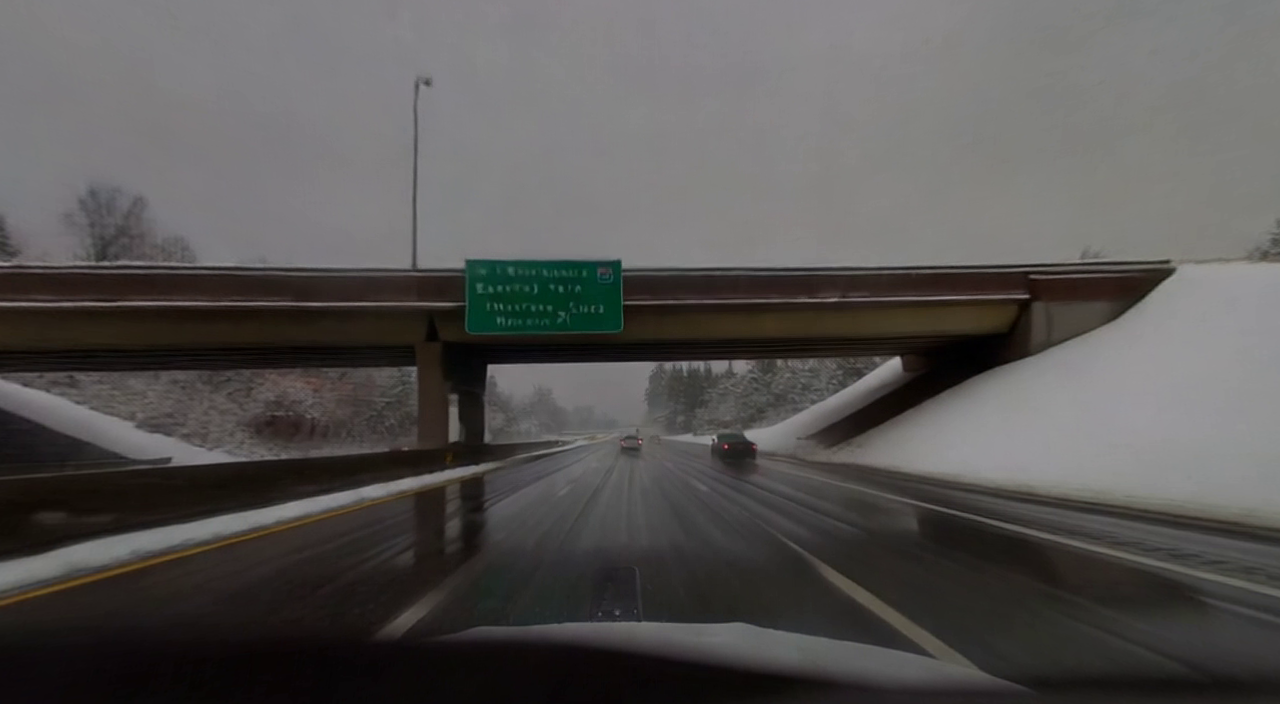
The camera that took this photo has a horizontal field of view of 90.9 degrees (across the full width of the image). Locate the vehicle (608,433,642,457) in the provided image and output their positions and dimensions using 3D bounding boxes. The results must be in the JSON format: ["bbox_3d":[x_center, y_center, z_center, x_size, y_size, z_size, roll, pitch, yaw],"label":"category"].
[{"bbox_3d":[-0.927,5.838,39.622,1.987,1.440,3.565,0,-8,-1],"label":"vehicle"}]

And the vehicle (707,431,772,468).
[{"bbox_3d":[4.308,4.270,27.952,2.056,1.508,4.093,0,-8,-2],"label":"vehicle"}]
